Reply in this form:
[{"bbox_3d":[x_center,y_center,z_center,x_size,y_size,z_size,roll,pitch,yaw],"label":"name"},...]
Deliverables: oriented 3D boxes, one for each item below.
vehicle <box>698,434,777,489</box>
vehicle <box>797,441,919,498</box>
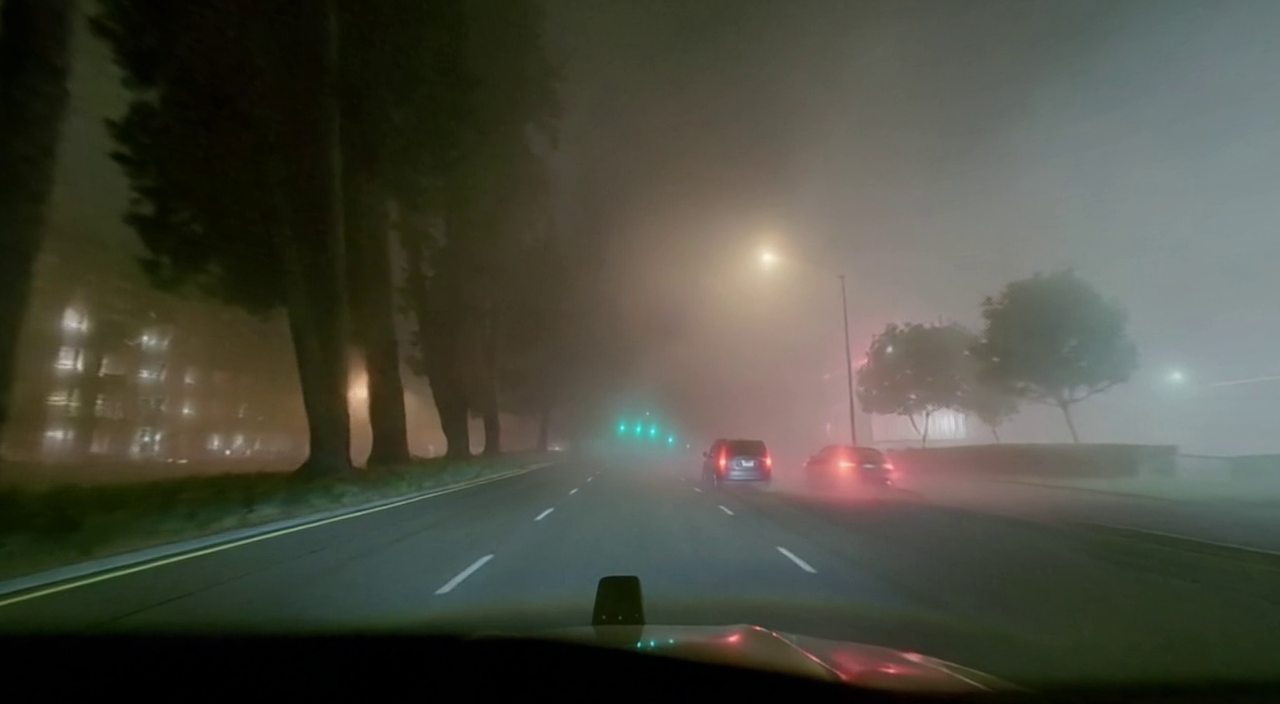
[{"bbox_3d":[3.385,3.890,22.800,2.083,1.743,4.354,0,-8,-1],"label":"vehicle"},{"bbox_3d":[6.725,3.629,20.170,1.918,1.544,4.871,0,-8,-3],"label":"vehicle"}]
